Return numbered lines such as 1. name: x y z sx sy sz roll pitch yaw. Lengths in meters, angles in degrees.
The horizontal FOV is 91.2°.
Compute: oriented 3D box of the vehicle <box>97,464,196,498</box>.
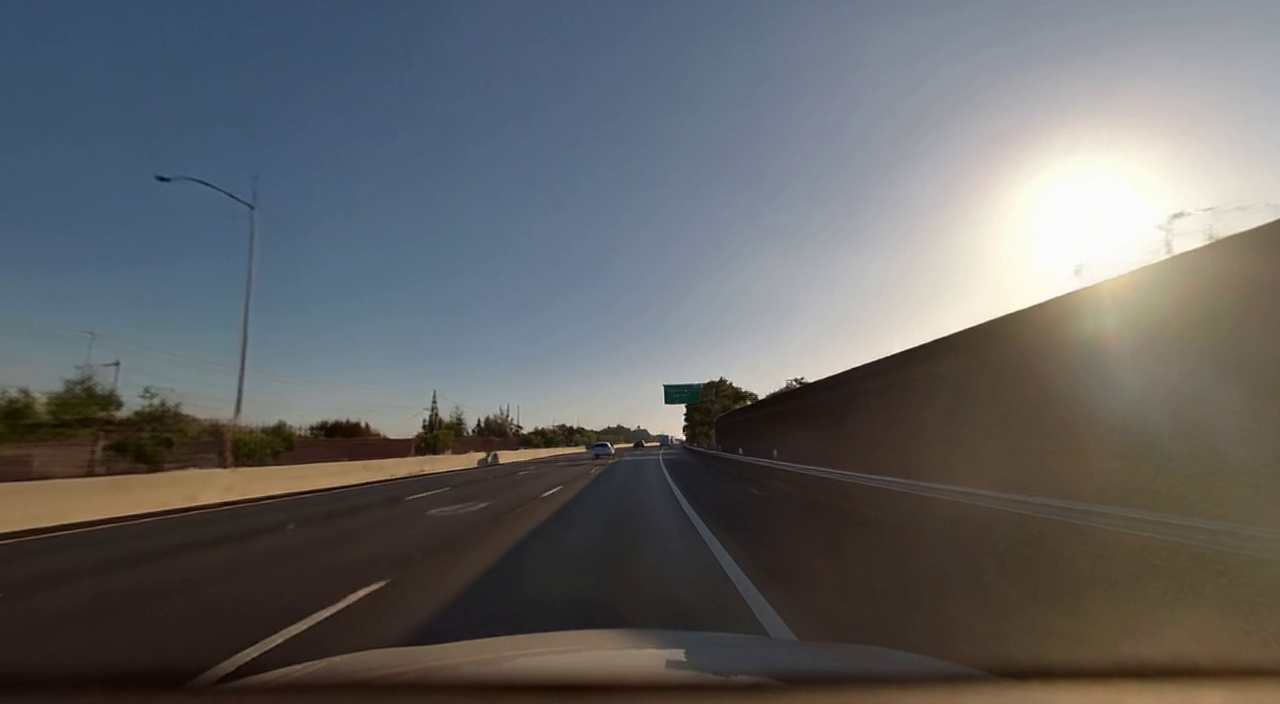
1. vehicle: -24.592 6.411 31.409 1.756 1.475 3.880 0 -9 1
